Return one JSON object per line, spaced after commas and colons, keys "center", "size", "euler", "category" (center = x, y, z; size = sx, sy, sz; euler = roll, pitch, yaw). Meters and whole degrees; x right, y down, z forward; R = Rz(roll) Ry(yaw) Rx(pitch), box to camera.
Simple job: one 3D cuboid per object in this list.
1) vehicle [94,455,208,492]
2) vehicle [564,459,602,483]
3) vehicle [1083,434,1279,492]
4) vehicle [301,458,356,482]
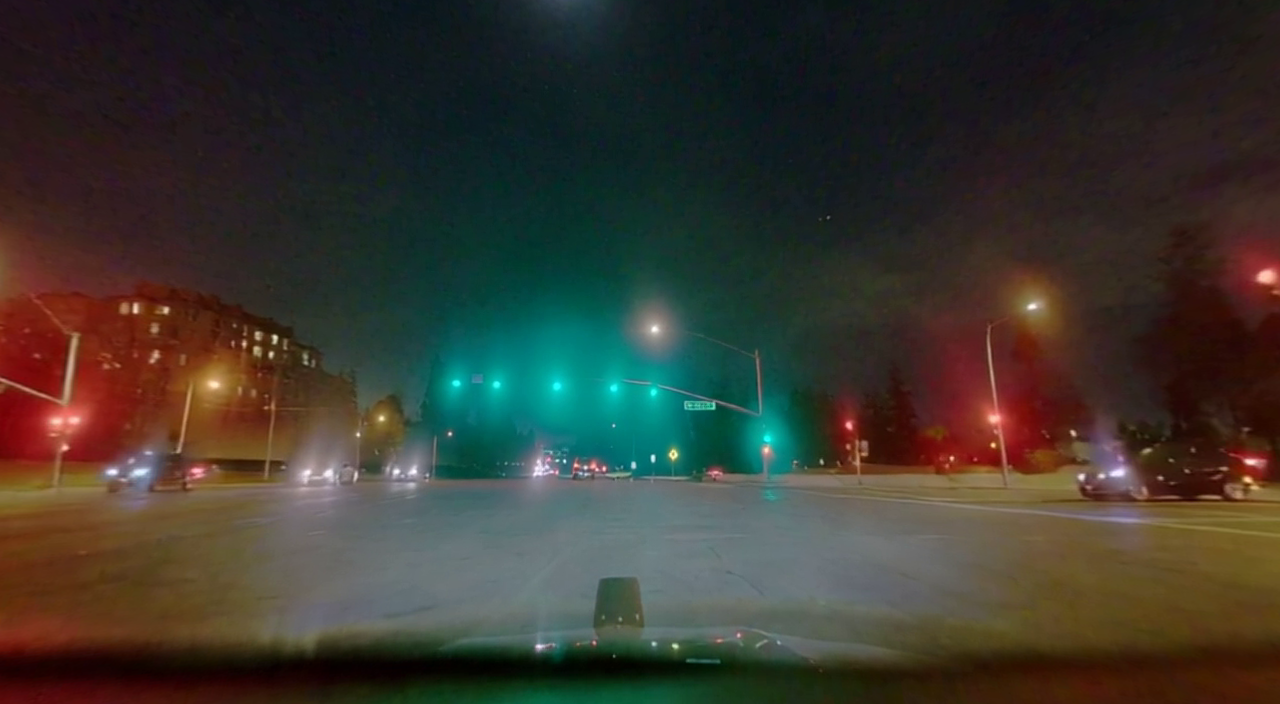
{"center": [-21.575, 5.336, 28.071], "size": [1.945, 1.466, 3.809], "euler": [0, -9, 1], "category": "vehicle"}
{"center": [-3.738, 7.864, 42.021], "size": [2.073, 1.445, 4.151], "euler": [0, -8, 1], "category": "vehicle"}
{"center": [18.097, 3.653, 20.971], "size": [5.003, 1.786, 2.369], "euler": [0, -8, -2], "category": "vehicle"}
{"center": [-21.533, 8.173, 43.858], "size": [1.774, 1.518, 3.953], "euler": [0, -9, 1], "category": "vehicle"}
